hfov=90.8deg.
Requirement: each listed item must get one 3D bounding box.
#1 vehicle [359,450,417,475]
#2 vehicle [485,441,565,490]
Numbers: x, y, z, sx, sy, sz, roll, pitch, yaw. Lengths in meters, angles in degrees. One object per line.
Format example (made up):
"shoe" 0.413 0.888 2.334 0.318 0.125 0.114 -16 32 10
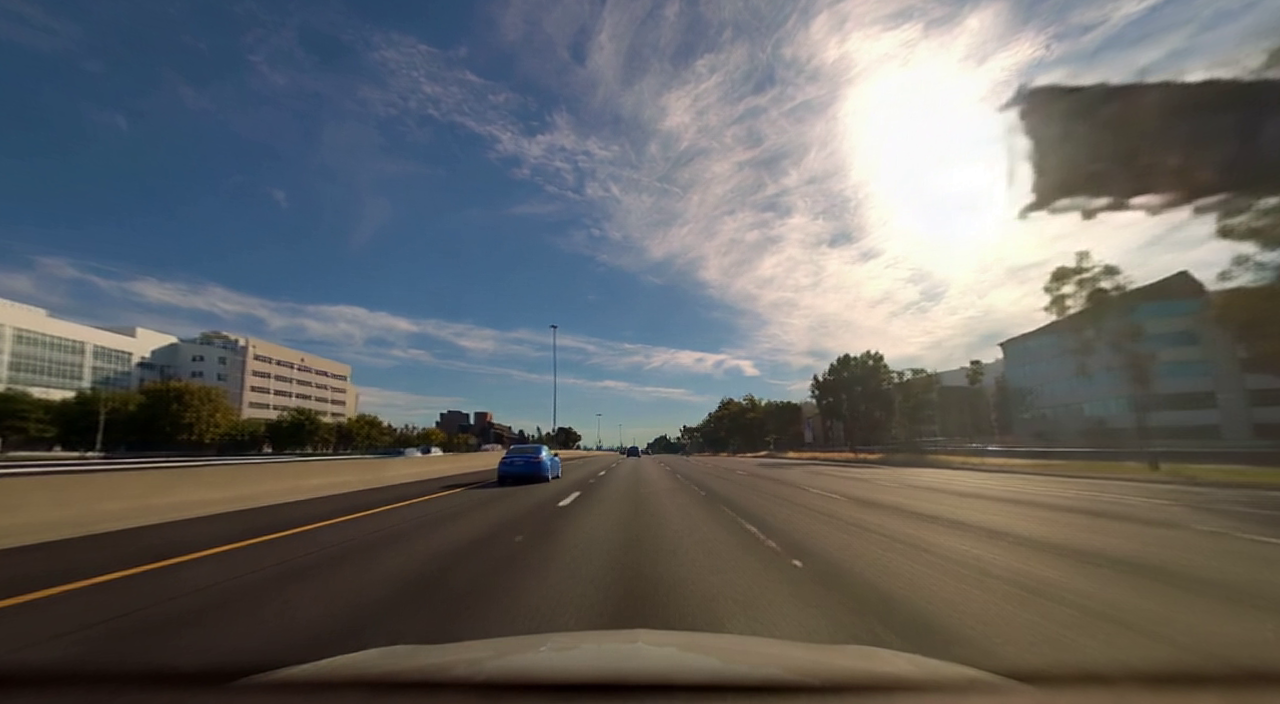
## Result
"vehicle" -16.937 7.404 42.701 1.991 1.538 4.654 0 -9 0
"vehicle" -3.819 3.861 21.840 1.900 1.492 4.495 0 -9 0
